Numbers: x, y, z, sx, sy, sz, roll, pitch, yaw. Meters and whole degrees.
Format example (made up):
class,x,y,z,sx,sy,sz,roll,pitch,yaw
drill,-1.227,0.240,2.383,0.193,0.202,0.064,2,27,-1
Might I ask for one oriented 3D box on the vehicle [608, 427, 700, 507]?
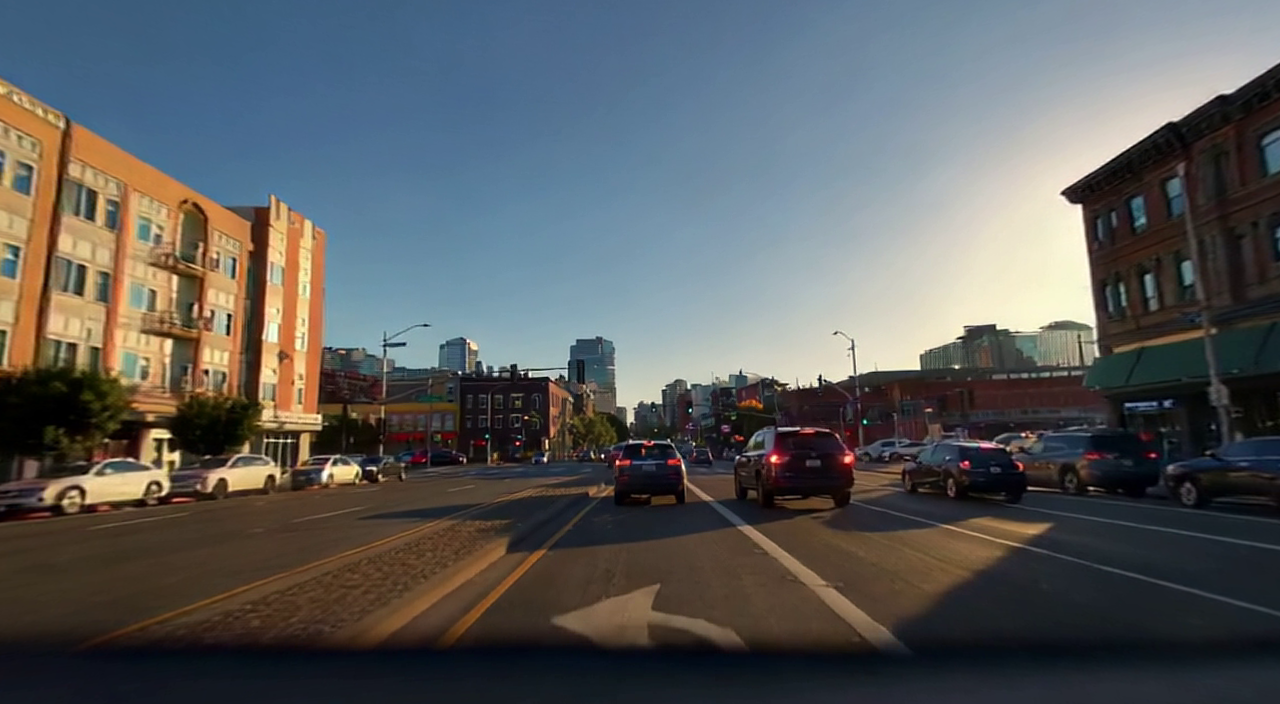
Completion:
class,x,y,z,sx,sy,sz,roll,pitch,yaw
vehicle,0.314,3.033,17.162,2.157,1.863,4.665,0,-8,0

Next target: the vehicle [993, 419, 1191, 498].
class,x,y,z,sx,sy,sz,roll,pitch,yaw
vehicle,14.119,3.414,20.329,2.172,2.060,5.546,-4,-10,1

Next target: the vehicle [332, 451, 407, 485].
class,x,y,z,sx,sy,sz,roll,pitch,yaw
vehicle,-15.206,6.525,35.811,2.096,1.416,4.885,1,-6,1

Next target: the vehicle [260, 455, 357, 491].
class,x,y,z,sx,sy,sz,roll,pitch,yaw
vehicle,-15.187,5.537,29.267,1.792,1.429,5.161,0,-9,-1

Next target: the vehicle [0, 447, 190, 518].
class,x,y,z,sx,sy,sz,roll,pitch,yaw
vehicle,-15.394,3.584,17.961,1.698,1.466,4.713,1,-6,0

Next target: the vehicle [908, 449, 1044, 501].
class,x,y,z,sx,sy,sz,roll,pitch,yaw
vehicle,10.469,3.828,20.109,1.863,1.426,4.494,0,-8,0

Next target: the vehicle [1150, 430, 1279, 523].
class,x,y,z,sx,sy,sz,roll,pitch,yaw
vehicle,13.909,2.560,13.134,2.151,1.833,5.323,-1,-10,1

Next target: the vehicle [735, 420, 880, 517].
class,x,y,z,sx,sy,sz,roll,pitch,yaw
vehicle,3.751,2.706,15.303,2.115,1.932,5.189,0,-8,0

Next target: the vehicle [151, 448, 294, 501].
class,x,y,z,sx,sy,sz,roll,pitch,yaw
vehicle,-15.326,4.481,23.602,1.825,1.685,5.220,1,-8,-1
